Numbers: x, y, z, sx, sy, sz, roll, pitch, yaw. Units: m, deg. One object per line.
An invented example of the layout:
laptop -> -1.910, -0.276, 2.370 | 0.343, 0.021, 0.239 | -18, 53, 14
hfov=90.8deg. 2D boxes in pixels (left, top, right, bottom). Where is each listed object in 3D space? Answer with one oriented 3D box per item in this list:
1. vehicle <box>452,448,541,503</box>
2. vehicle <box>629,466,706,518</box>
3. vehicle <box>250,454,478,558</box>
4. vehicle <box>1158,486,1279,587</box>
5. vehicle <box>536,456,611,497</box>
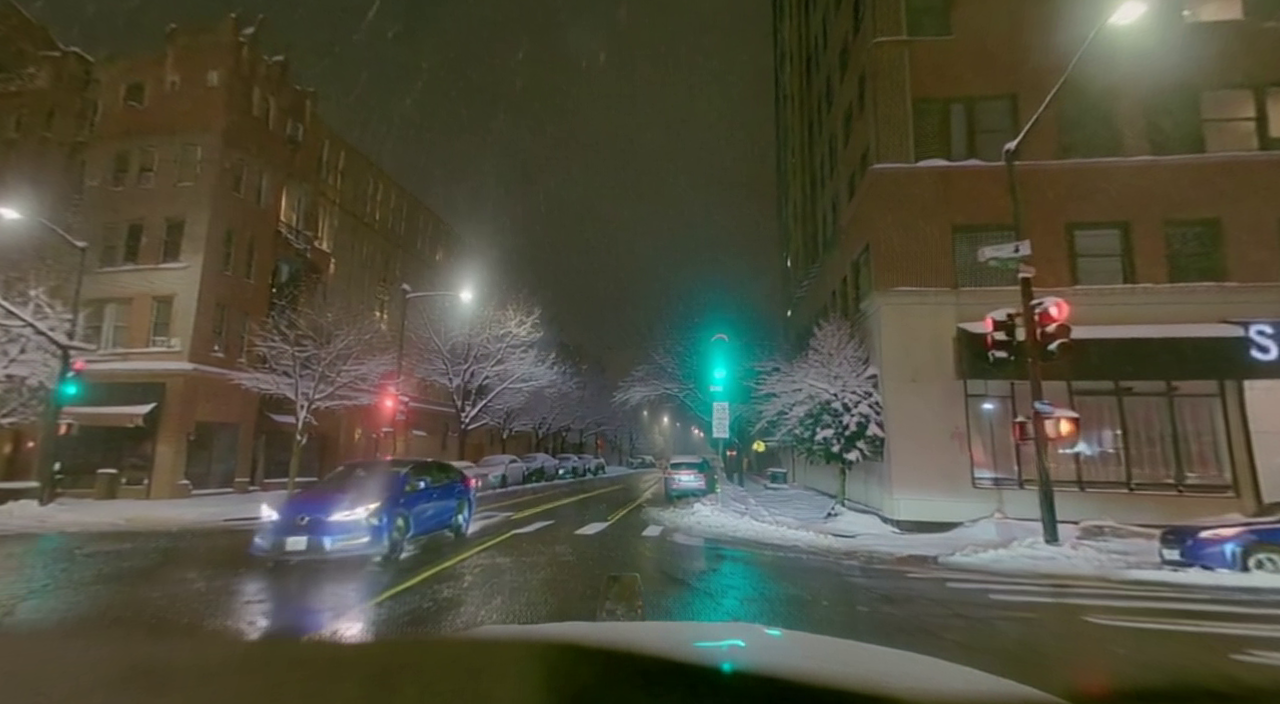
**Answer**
vehicle -> -7.020, 6.059, 31.538 | 2.120, 2.078, 5.403 | -6, -7, 12
vehicle -> 1.075, 4.863, 22.330 | 1.892, 1.481, 4.365 | -2, -9, 13
vehicle -> -4.726, 2.681, 11.758 | 2.119, 1.485, 4.472 | 0, -9, 1
vehicle -> 11.783, 3.042, 10.533 | 4.426, 1.446, 1.795 | -2, -9, 12
vehicle -> -3.086, 5.937, 30.481 | 2.181, 1.723, 4.692 | -2, -9, 12
